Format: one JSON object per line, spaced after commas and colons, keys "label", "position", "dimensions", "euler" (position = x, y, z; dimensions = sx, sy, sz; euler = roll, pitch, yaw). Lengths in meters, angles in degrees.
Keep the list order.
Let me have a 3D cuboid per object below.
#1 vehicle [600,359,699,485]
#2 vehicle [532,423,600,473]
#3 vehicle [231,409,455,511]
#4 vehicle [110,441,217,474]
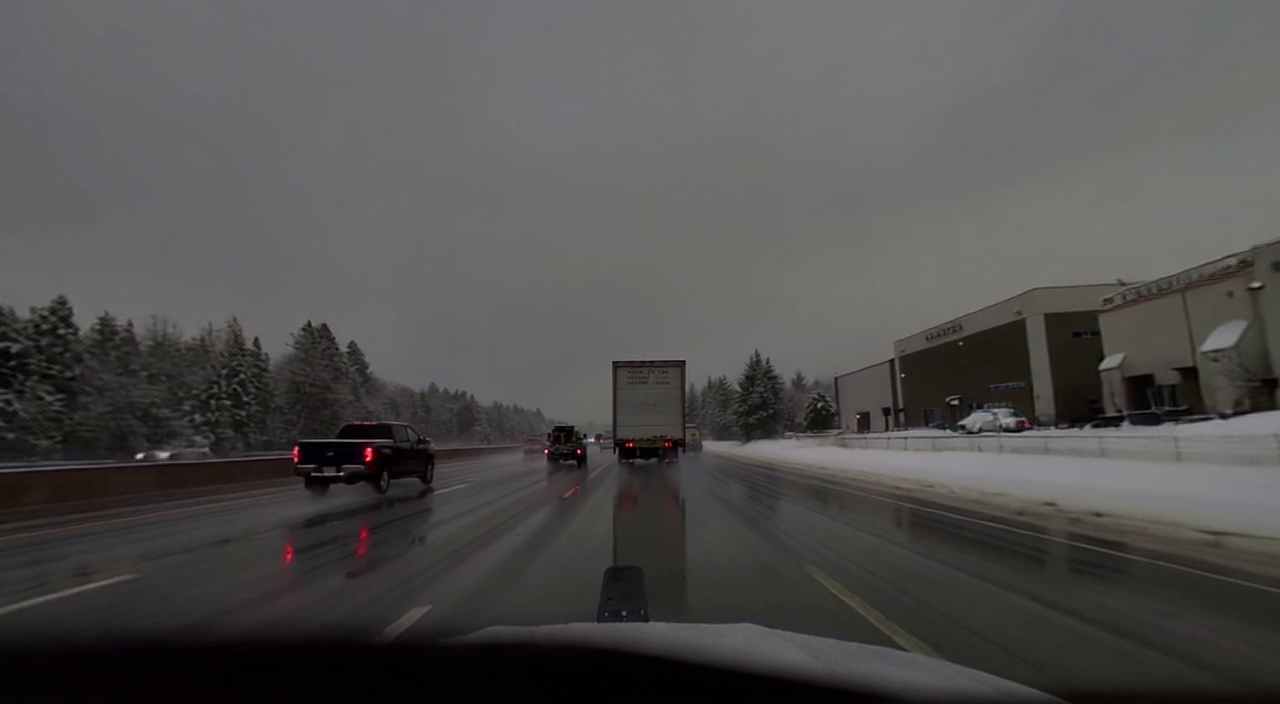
{"label": "vehicle", "position": [0.255, 2.824, 24.014], "dimensions": [2.941, 3.794, 9.851], "euler": [0, -9, 0]}
{"label": "vehicle", "position": [-3.305, 4.485, 29.507], "dimensions": [2.379, 2.075, 6.169], "euler": [0, -9, 0]}
{"label": "vehicle", "position": [-6.683, 2.558, 15.350], "dimensions": [2.479, 1.978, 5.952], "euler": [0, -9, 1]}
{"label": "vehicle", "position": [-24.483, 5.423, 32.652], "dimensions": [1.936, 1.605, 4.646], "euler": [0, -9, 0]}
